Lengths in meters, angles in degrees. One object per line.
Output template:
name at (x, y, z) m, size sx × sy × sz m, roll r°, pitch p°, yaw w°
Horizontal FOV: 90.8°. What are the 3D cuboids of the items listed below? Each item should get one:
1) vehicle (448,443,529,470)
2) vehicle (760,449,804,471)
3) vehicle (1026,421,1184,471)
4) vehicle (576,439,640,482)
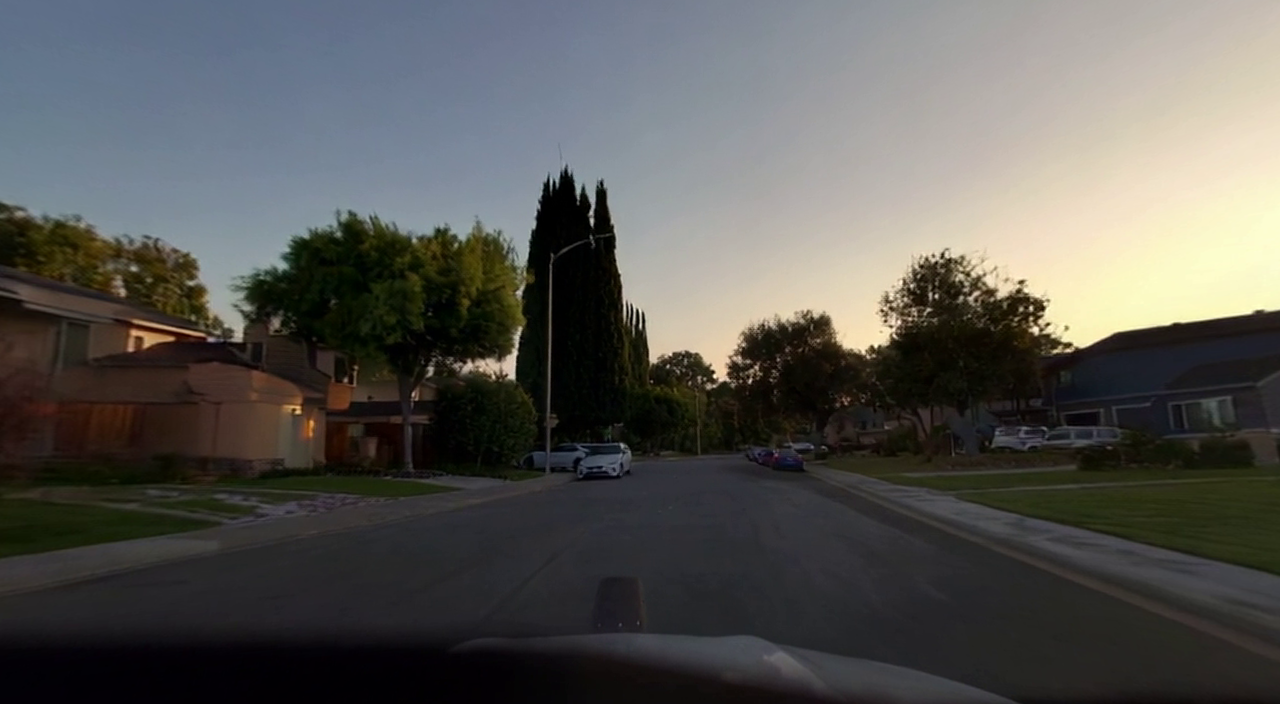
vehicle at (-8.795, 6.050, 36.755) m, size 4.376 × 1.458 × 2.046 m, roll 2°, pitch -8°, yaw -14°
vehicle at (9.837, 7.482, 44.121) m, size 1.984 × 1.437 × 4.726 m, roll 0°, pitch -9°, yaw 0°
vehicle at (16.802, 3.406, 22.955) m, size 4.384 × 1.688 × 1.956 m, roll 1°, pitch -8°, yaw -8°
vehicle at (-1.396, 5.027, 29.781) m, size 2.215 × 1.859 × 4.765 m, roll -1°, pitch -8°, yaw 7°
